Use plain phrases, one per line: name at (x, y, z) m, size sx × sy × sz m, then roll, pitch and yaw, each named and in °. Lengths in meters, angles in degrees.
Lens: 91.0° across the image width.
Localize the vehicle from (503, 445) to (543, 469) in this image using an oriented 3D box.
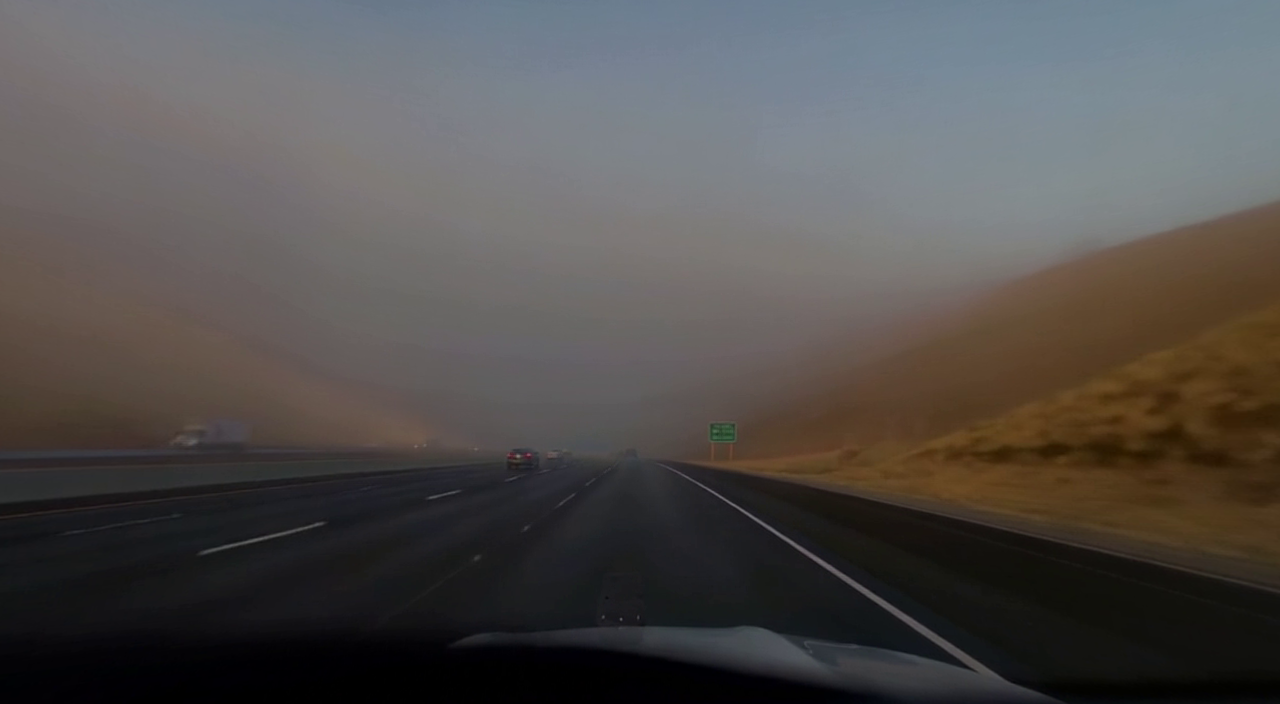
vehicle at (-8.239, 7.432, 44.753) m, size 2.045 × 1.624 × 4.338 m, roll 0°, pitch -9°, yaw -1°
